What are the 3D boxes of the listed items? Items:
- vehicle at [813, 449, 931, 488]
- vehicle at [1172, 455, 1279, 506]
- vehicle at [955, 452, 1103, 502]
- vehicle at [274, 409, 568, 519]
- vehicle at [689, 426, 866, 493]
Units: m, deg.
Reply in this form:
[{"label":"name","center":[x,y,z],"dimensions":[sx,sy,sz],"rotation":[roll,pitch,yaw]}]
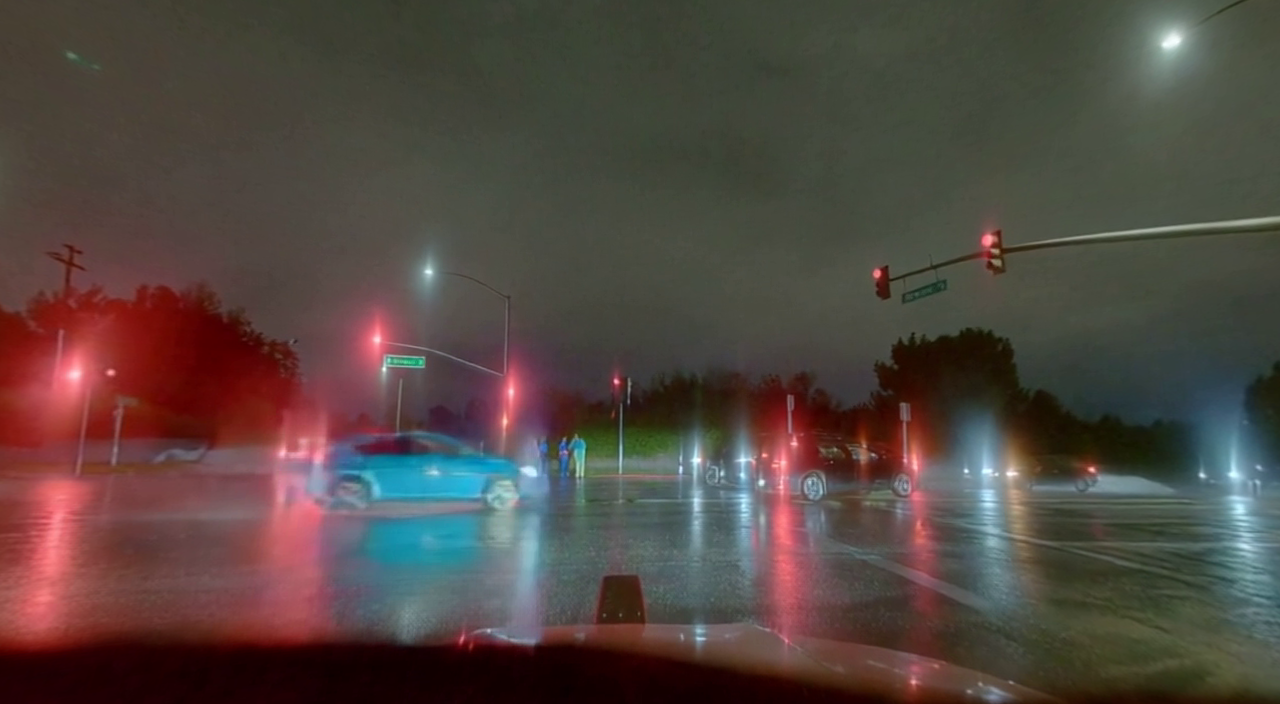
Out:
[{"label":"vehicle","center":[10.224,5.130,27.897],"dimensions":[4.537,1.608,1.827],"rotation":[2,-9,-9]},{"label":"vehicle","center":[23.925,5.026,24.901],"dimensions":[4.322,1.522,1.795],"rotation":[-3,-9,-10]},{"label":"vehicle","center":[14.532,4.642,23.665],"dimensions":[4.356,1.498,1.957],"rotation":[-2,-8,-7]},{"label":"vehicle","center":[-3.843,2.040,11.701],"dimensions":[4.633,1.739,2.090],"rotation":[3,-9,-17]},{"label":"vehicle","center":[4.694,3.706,21.750],"dimensions":[5.535,1.896,2.170],"rotation":[5,-9,-11]}]
